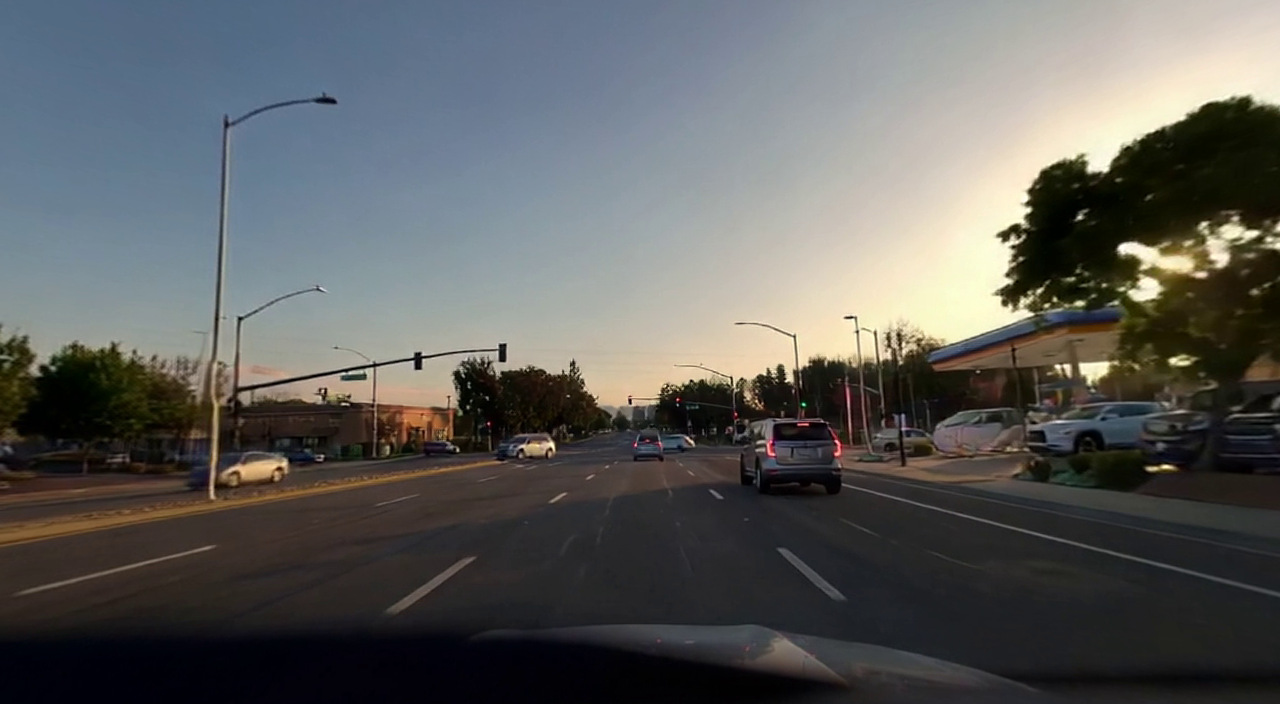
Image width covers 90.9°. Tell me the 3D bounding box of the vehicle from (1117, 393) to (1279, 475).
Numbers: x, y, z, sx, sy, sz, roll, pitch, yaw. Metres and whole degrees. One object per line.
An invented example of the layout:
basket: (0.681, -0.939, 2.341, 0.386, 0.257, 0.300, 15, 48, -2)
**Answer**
vehicle: (16.239, 2.107, 16.939, 5.066, 1.770, 2.080, -5, -7, -2)

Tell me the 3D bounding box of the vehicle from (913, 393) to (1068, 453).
vehicle: (16.487, 3.423, 29.897, 5.790, 2.675, 2.554, 1, -8, -4)

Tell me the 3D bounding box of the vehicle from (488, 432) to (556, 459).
vehicle: (-9.158, 7.347, 49.479, 2.191, 1.984, 5.431, -5, -10, 31)

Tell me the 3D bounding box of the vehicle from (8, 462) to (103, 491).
vehicle: (-39.662, 8.448, 42.896, 4.632, 1.454, 1.808, 2, -9, -42)

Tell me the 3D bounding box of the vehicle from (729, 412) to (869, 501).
vehicle: (3.528, 2.441, 14.949, 2.083, 1.779, 4.347, 0, -8, -1)

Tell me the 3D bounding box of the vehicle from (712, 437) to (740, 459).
vehicle: (5.806, 6.558, 43.009, 1.719, 1.420, 4.007, -1, -8, 6)

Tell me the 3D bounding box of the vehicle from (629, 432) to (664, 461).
vehicle: (0.444, 5.895, 39.483, 2.067, 1.702, 3.987, 0, -8, 2)

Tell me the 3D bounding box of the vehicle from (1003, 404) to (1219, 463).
vehicle: (16.189, 2.845, 21.926, 5.659, 1.947, 2.165, 0, -8, 1)

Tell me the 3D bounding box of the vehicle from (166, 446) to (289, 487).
vehicle: (-17.996, 4.985, 27.812, 1.883, 1.623, 4.588, -1, -9, 8)
